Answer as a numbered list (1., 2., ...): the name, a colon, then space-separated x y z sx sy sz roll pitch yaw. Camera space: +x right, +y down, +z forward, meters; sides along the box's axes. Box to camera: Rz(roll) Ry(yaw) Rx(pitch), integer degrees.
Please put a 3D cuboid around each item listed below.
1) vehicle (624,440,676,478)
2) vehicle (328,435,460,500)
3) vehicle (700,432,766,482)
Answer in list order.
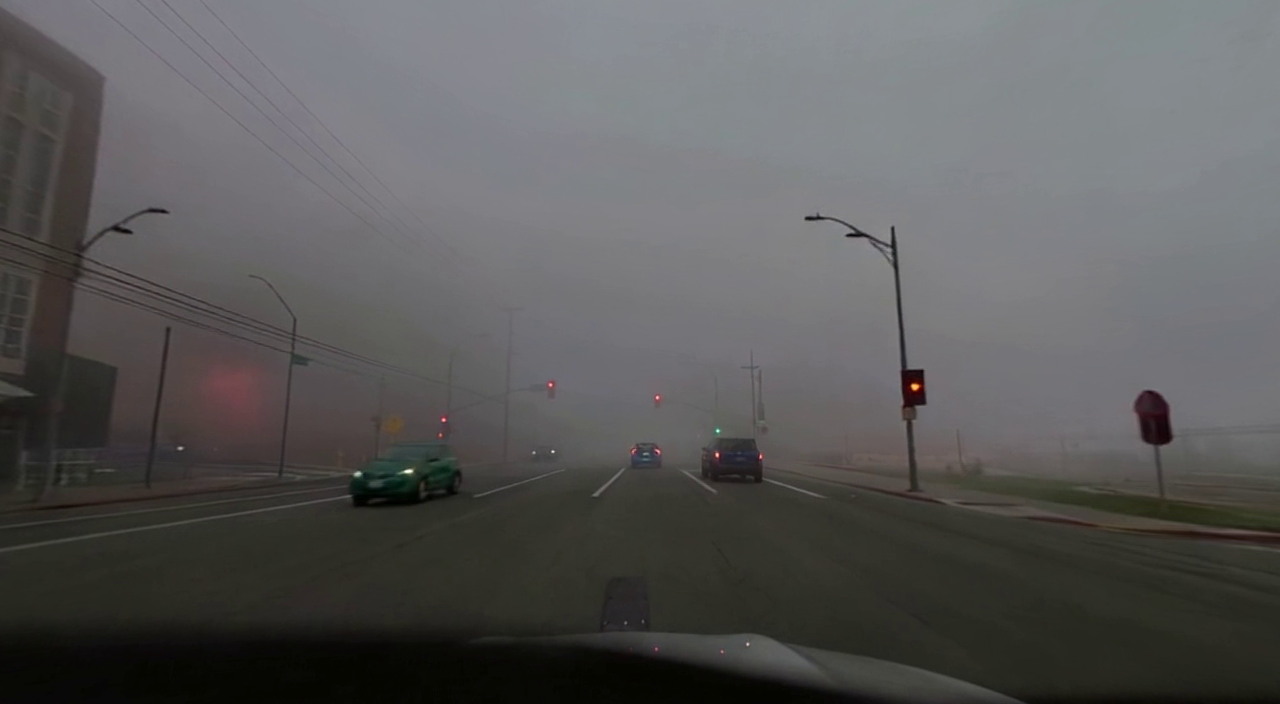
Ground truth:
1. vehicle: 0.449 4.936 29.293 2.245 1.587 4.094 0 -9 0
2. vehicle: -7.083 3.361 18.718 2.200 1.666 4.126 0 -9 1
3. vehicle: 3.944 4.572 27.686 2.159 1.938 4.836 0 -9 0
